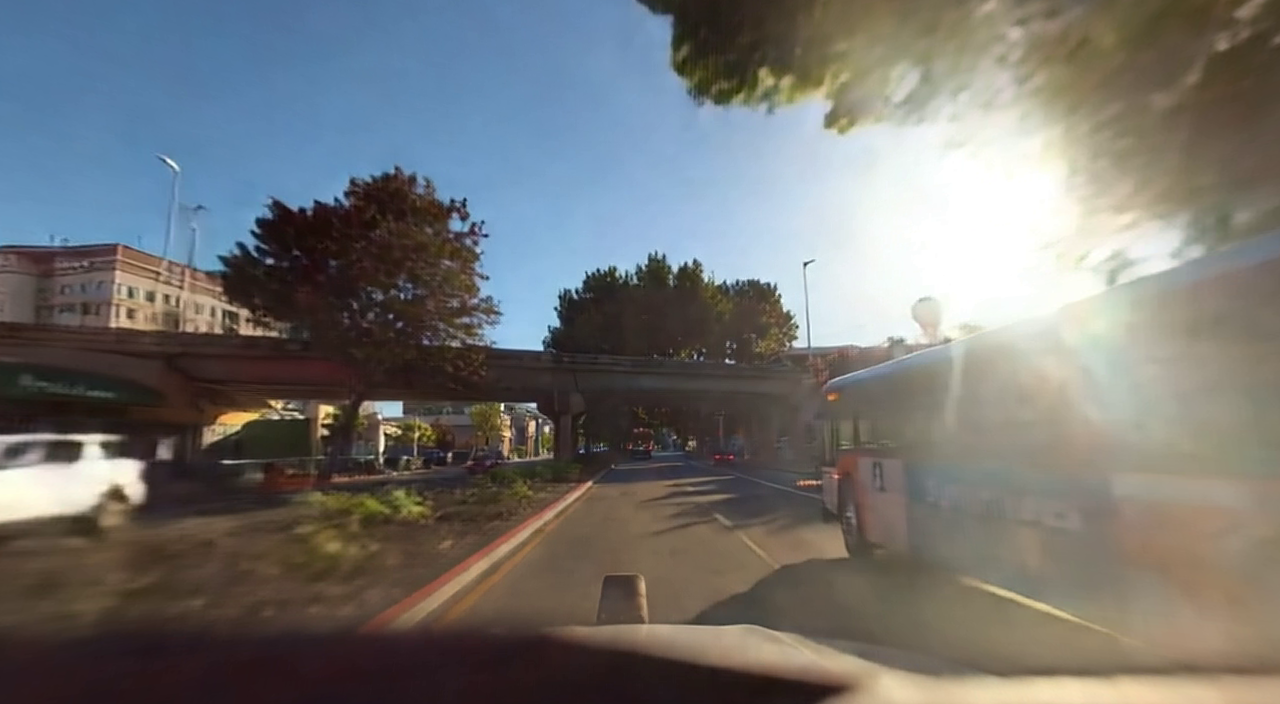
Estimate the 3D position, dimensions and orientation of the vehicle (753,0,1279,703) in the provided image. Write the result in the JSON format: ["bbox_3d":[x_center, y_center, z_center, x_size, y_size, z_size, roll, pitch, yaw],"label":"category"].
[{"bbox_3d":[4.015,0.583,5.430,3.043,3.162,13.806,0,-9,-2],"label":"vehicle"}]
